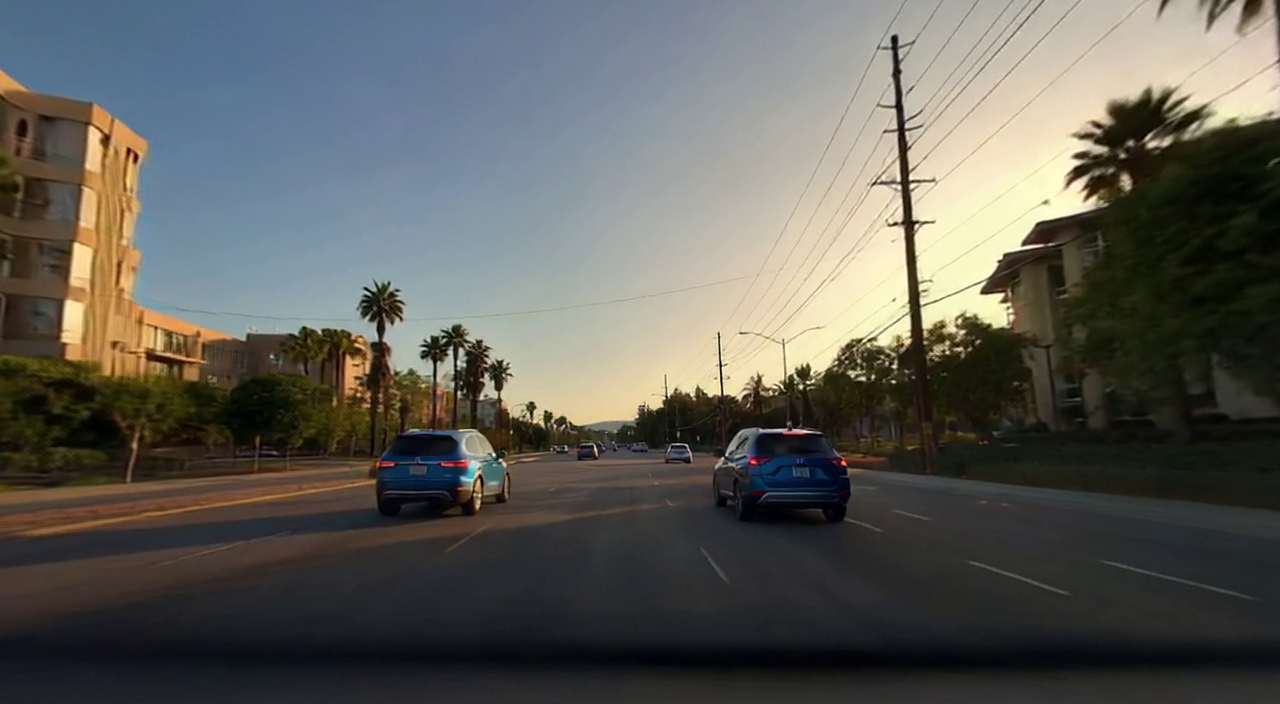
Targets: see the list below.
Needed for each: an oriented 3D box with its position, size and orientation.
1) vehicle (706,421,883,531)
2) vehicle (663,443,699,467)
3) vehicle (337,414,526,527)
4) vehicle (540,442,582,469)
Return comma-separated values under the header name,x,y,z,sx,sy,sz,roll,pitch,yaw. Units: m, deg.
name,x,y,z,sx,sy,sz,roll,pitch,yaw
vehicle,2.660,2.267,12.051,2.198,1.706,4.166,0,-9,-2
vehicle,2.608,6.740,41.240,1.981,1.472,3.923,0,-9,-2
vehicle,-3.791,2.278,12.596,2.169,1.796,4.821,0,-9,0
vehicle,-4.619,6.129,37.316,2.040,1.482,4.121,0,-9,-1
